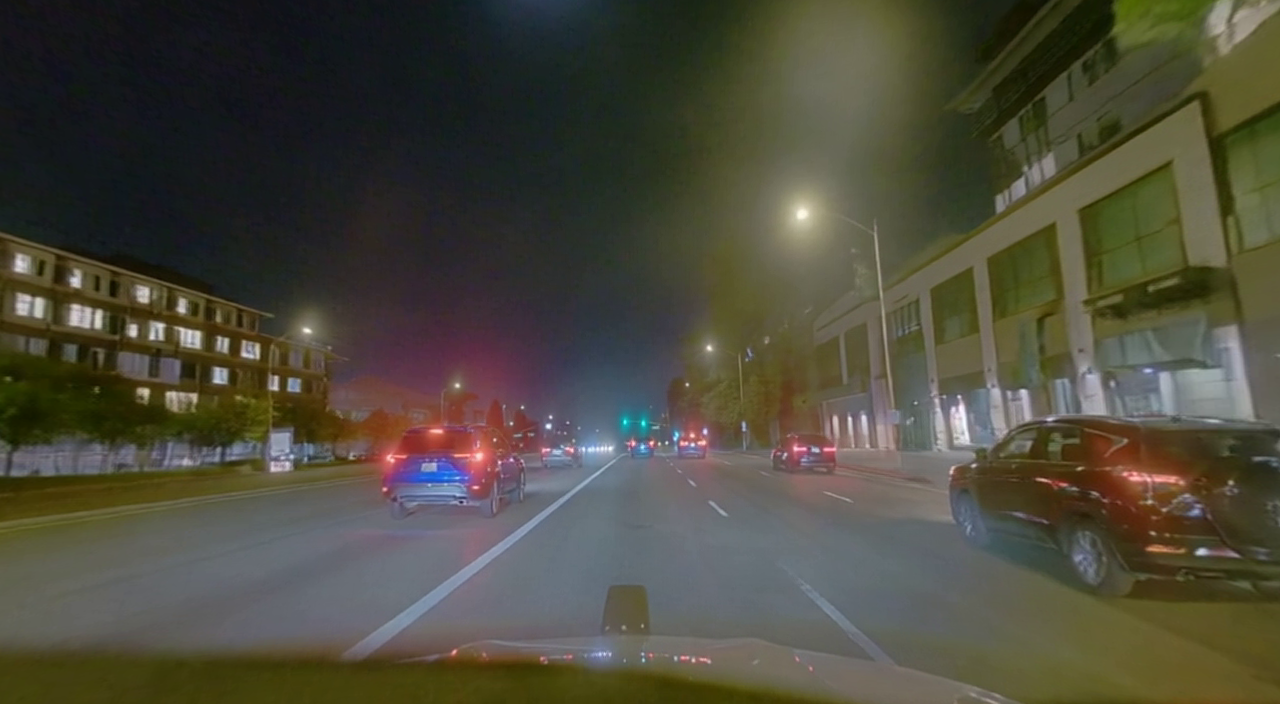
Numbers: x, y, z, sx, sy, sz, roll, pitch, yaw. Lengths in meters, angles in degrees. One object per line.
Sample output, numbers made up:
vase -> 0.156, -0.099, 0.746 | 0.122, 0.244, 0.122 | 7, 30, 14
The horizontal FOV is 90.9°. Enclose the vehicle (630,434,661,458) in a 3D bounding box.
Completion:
vehicle -> 0.430, 7.379, 49.522 | 2.304, 1.795, 4.526 | 0, -9, 0

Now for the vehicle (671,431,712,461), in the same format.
vehicle -> 3.307, 6.207, 41.582 | 2.178, 1.804, 4.766 | 0, -9, -1

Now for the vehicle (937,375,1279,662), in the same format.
vehicle -> 4.789, 1.289, 5.925 | 2.088, 1.666, 4.512 | -1, -9, 5

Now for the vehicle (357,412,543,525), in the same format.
vehicle -> -3.267, 2.127, 11.953 | 2.141, 1.719, 4.379 | 0, -9, 0

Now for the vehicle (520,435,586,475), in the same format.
vehicle -> -3.440, 4.187, 25.728 | 2.036, 1.465, 4.301 | 0, -9, 1

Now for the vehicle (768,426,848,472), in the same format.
vehicle -> 7.011, 4.118, 26.829 | 2.076, 1.793, 4.464 | 0, -9, -1
